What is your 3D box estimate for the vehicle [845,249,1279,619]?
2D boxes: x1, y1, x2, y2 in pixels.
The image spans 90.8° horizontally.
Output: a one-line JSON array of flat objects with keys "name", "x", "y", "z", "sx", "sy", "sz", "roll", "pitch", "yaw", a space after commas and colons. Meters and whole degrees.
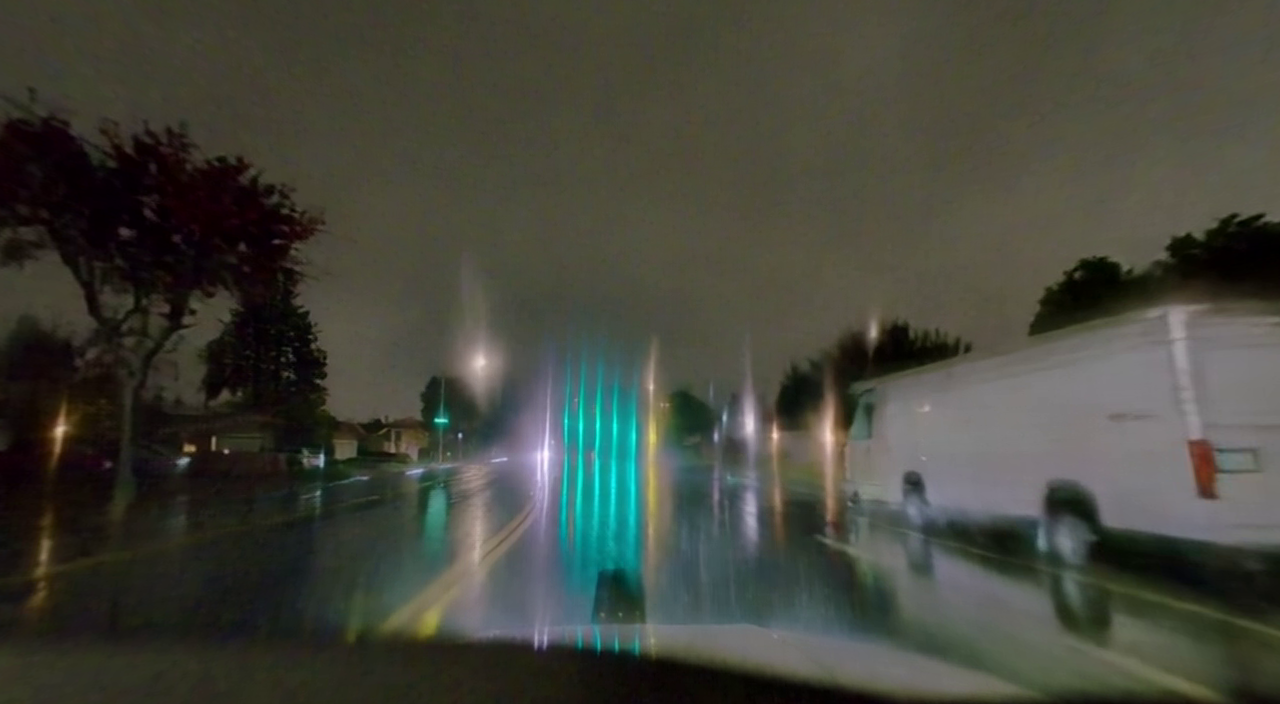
[{"name": "vehicle", "x": 6.966, "y": 1.183, "z": 9.005, "sx": 4.991, "sy": 2.862, "sz": 7.939, "roll": 1, "pitch": -8, "yaw": -4}]

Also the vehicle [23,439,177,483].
[{"name": "vehicle", "x": -25.135, "y": 5.055, "z": 29.615, "sx": 4.975, "sy": 1.847, "sz": 2.096, "roll": 0, "pitch": -8, "yaw": -11}]
